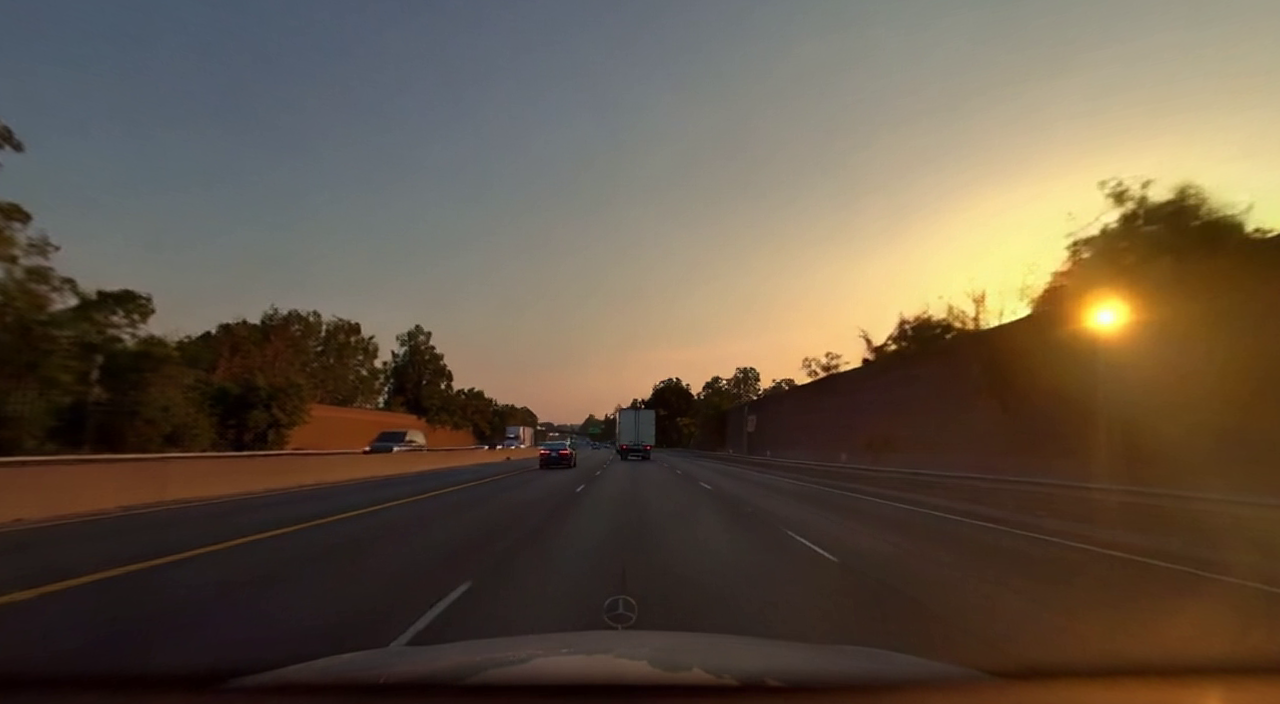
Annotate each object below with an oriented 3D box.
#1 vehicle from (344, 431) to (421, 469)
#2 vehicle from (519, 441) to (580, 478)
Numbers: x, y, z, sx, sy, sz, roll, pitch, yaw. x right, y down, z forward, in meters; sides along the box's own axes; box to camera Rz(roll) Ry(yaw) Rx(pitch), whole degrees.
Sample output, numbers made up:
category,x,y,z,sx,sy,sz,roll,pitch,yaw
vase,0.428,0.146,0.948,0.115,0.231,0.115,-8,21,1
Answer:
category,x,y,z,sx,sy,sz,roll,pitch,yaw
vehicle,-13.416,5.151,33.001,2.054,1.840,4.734,0,-9,0
vehicle,-3.951,4.801,28.205,2.057,1.519,4.372,0,-9,0
